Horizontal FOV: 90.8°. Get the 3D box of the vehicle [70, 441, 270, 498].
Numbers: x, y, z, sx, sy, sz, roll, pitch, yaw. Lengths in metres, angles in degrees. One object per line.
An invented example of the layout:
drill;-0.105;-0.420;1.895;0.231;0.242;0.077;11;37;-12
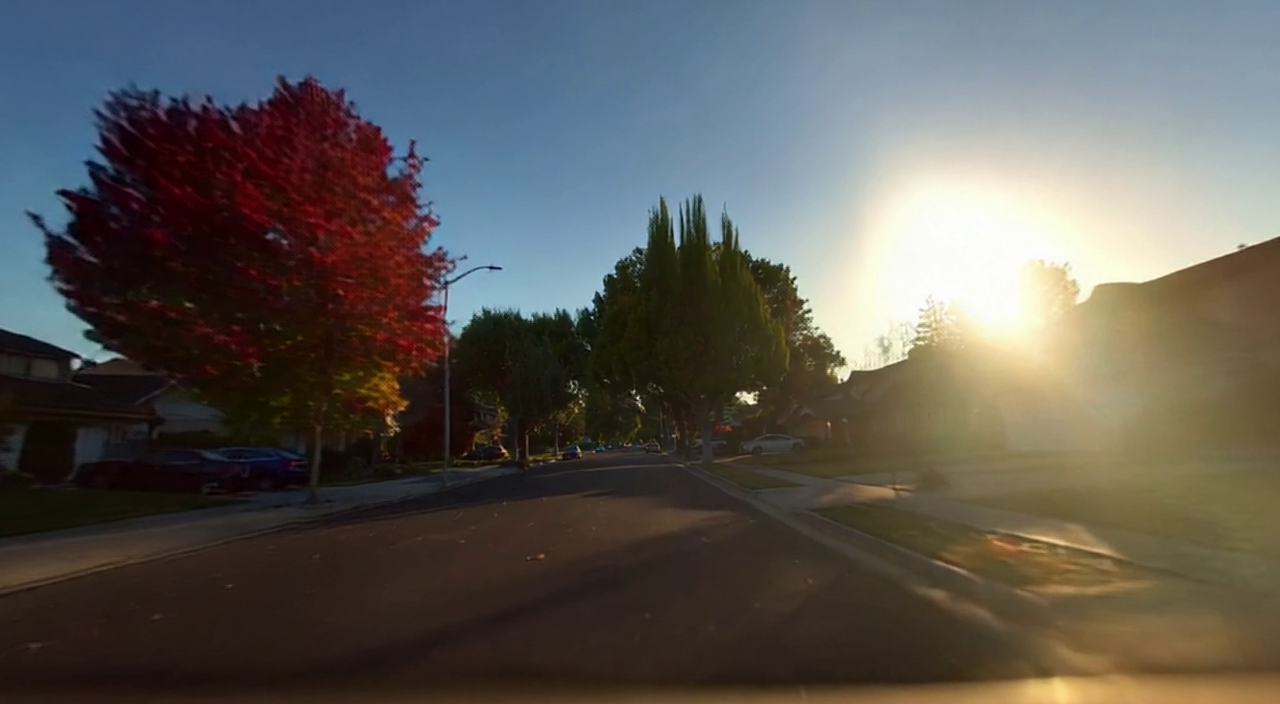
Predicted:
vehicle;-15.138;3.778;20.587;4.830;1.725;2.116;0;-9;2
